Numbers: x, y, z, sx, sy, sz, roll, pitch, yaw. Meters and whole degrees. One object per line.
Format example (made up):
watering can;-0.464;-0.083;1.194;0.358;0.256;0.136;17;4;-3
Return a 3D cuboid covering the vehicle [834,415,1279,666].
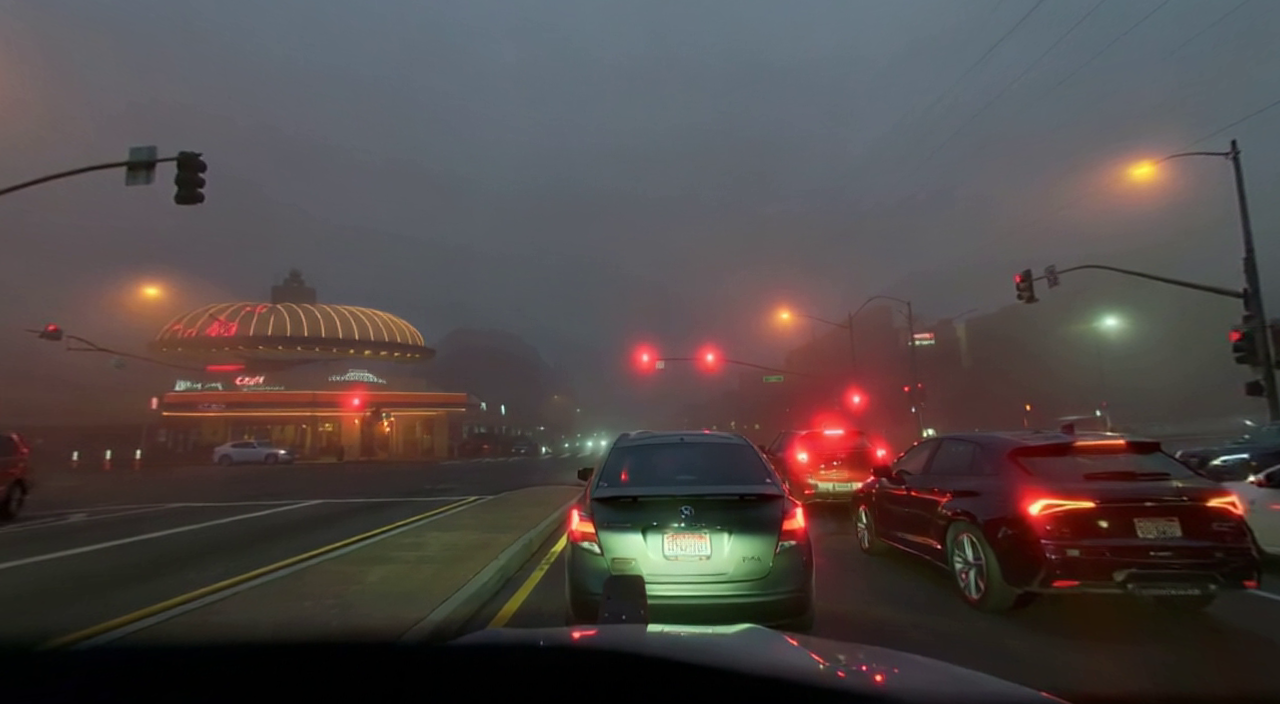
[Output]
vehicle;3.517;1.452;6.056;1.883;1.480;4.489;0;-8;0

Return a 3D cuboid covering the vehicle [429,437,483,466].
vehicle;-12.112;6.579;41.834;2.122;1.829;4.559;0;-8;0

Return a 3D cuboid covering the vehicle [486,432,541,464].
vehicle;-8.809;6.716;44.600;2.710;2.022;5.889;-2;-7;-1

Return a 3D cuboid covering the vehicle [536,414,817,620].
vehicle;0.215;1.498;6.670;2.073;1.496;3.892;0;-8;-2
